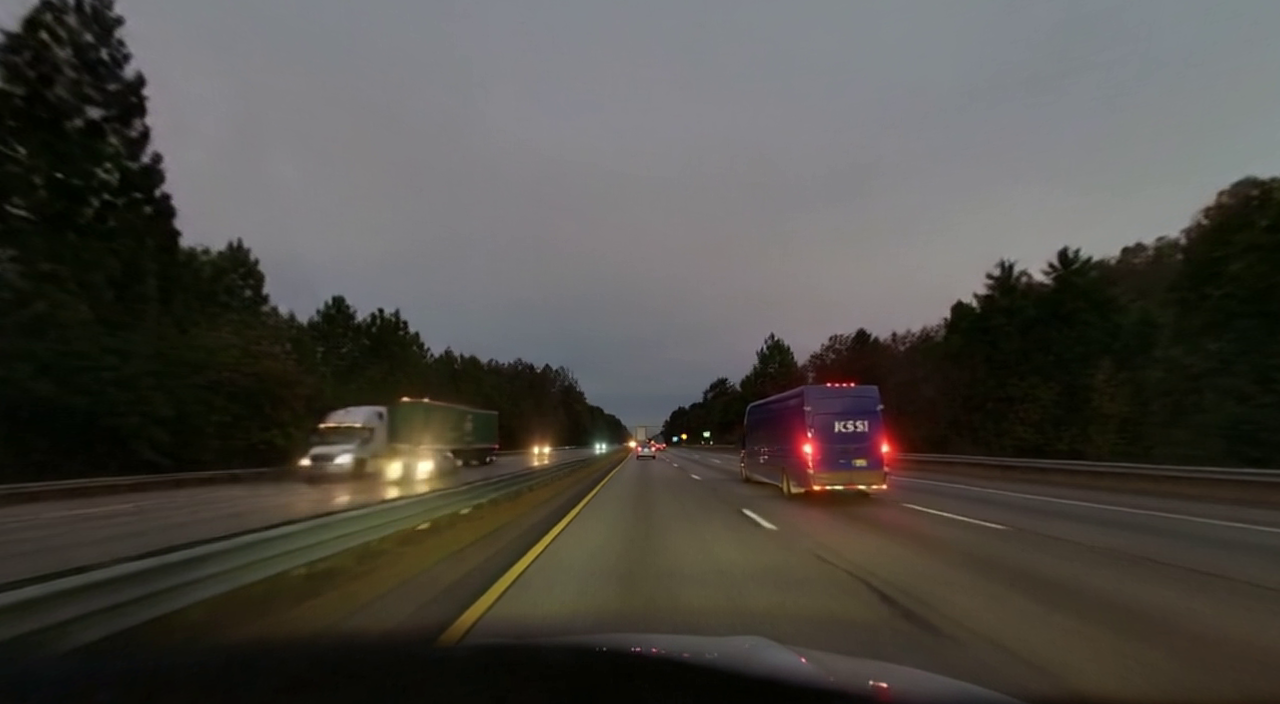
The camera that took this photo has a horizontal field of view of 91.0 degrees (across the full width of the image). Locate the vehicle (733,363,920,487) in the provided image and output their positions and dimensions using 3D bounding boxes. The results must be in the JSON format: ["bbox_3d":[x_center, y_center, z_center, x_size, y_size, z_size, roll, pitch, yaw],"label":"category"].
[{"bbox_3d":[7.473,3.679,29.642,3.479,4.156,17.231,0,-8,0],"label":"vehicle"}]

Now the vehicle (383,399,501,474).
[{"bbox_3d":[-11.636,5.236,38.593,3.742,3.954,10.224,0,-8,1],"label":"vehicle"}]

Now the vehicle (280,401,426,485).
[{"bbox_3d":[-15.661,5.159,35.769,2.933,3.978,11.292,0,-8,0],"label":"vehicle"}]

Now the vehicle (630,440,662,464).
[{"bbox_3d":[0.404,6.995,44.041,2.121,1.590,4.434,0,-8,1],"label":"vehicle"}]
